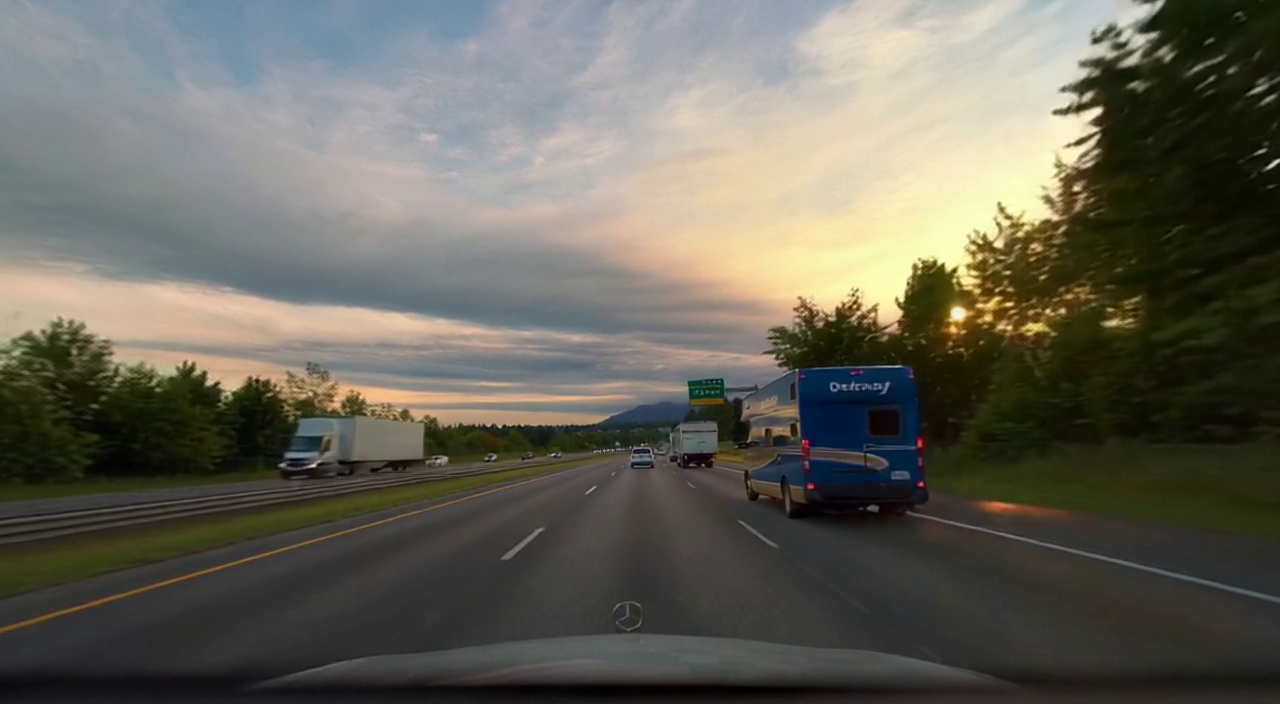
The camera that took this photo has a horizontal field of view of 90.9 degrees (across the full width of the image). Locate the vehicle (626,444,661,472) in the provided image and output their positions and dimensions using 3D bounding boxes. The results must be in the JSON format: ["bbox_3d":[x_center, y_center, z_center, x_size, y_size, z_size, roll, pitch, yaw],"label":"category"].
[{"bbox_3d":[0.231,6.879,40.967,2.151,1.678,3.923,0,-9,0],"label":"vehicle"}]

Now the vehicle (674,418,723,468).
[{"bbox_3d":[4.362,7.117,48.985,2.931,3.530,8.760,0,-9,0],"label":"vehicle"}]

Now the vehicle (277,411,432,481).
[{"bbox_3d":[-19.191,6.706,44.692,3.059,3.980,16.984,0,-9,0],"label":"vehicle"}]

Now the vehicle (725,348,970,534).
[{"bbox_3d":[3.846,1.977,13.914,2.698,3.001,7.323,0,-9,-1],"label":"vehicle"}]
